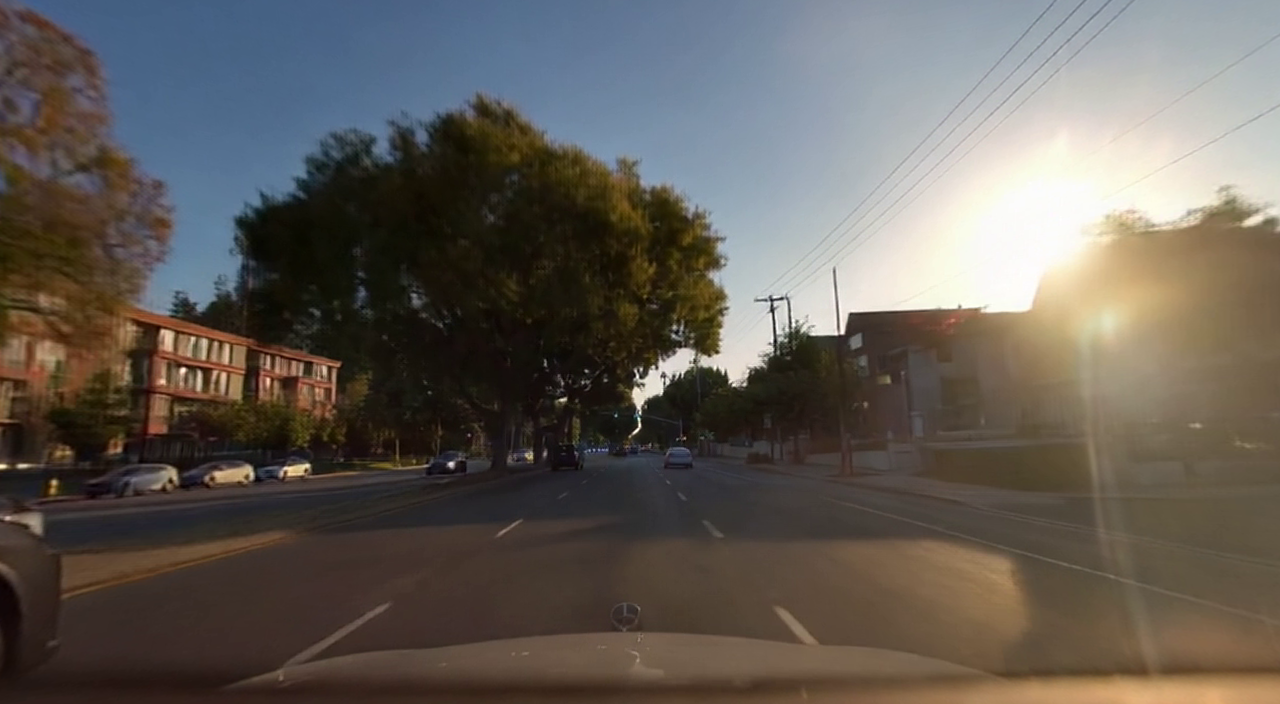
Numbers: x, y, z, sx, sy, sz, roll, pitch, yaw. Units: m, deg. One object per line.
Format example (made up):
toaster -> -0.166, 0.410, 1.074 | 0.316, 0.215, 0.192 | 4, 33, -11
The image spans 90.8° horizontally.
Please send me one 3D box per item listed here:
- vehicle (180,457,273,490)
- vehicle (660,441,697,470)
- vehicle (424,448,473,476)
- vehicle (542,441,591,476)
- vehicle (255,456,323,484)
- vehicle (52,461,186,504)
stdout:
vehicle -> -22.928, 6.730, 35.298 | 1.938, 1.613, 4.830 | 0, -8, -1
vehicle -> 2.411, 6.613, 40.564 | 2.018, 1.719, 4.369 | 0, -8, -1
vehicle -> -11.773, 6.752, 39.099 | 1.838, 1.588, 3.658 | 0, -8, 0
vehicle -> -3.809, 5.589, 33.425 | 2.083, 1.685, 4.069 | 0, -8, 1
vehicle -> -22.882, 7.689, 41.385 | 1.918, 1.586, 4.366 | 0, -8, 0
vehicle -> -22.873, 5.705, 28.033 | 2.176, 1.516, 4.532 | -3, -8, -1
